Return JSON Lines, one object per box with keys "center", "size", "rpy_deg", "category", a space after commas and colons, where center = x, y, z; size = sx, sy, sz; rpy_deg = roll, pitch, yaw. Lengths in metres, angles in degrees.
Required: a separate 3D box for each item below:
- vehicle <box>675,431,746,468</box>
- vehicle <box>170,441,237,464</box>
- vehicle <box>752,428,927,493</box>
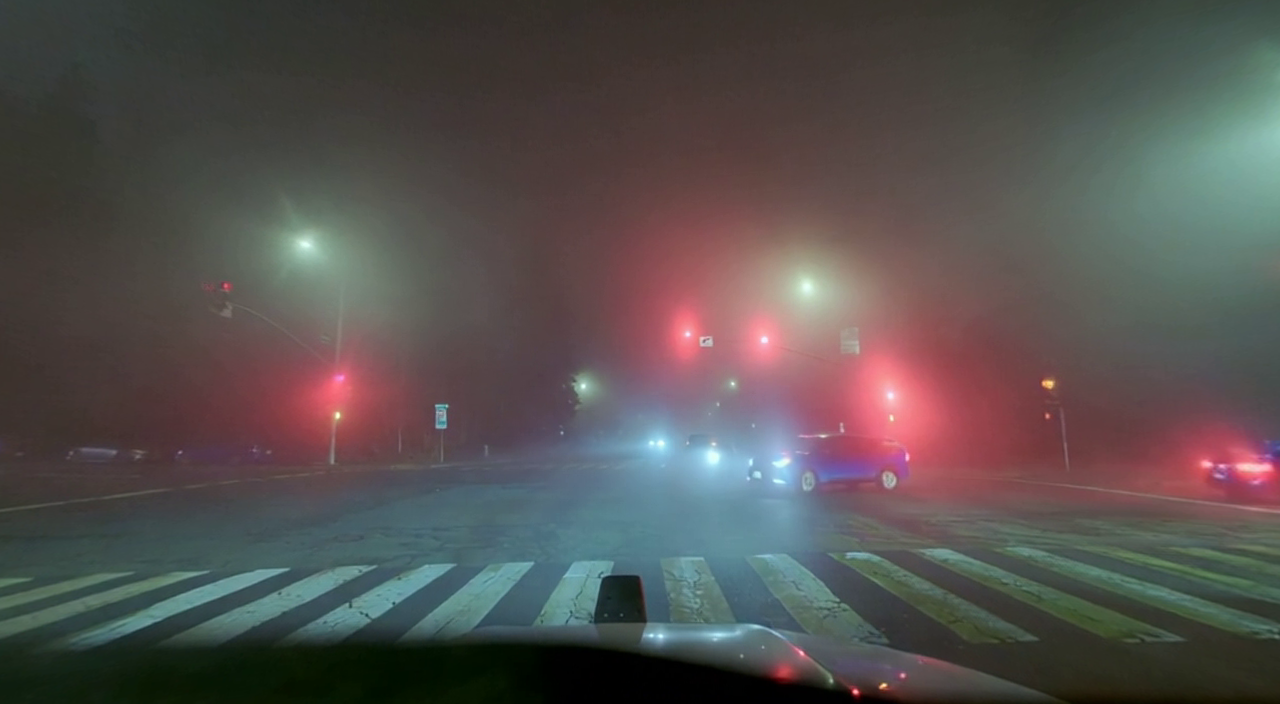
{"center": [3.760, 5.100, 32.933], "size": [1.994, 1.753, 4.346], "rpy_deg": [-5, -10, 31], "category": "vehicle"}
{"center": [-29.139, 6.690, 42.021], "size": [1.696, 1.431, 3.686], "rpy_deg": [0, -8, 3], "category": "vehicle"}
{"center": [5.996, 3.254, 19.119], "size": [4.580, 1.768, 2.134], "rpy_deg": [2, -9, -15], "category": "vehicle"}
